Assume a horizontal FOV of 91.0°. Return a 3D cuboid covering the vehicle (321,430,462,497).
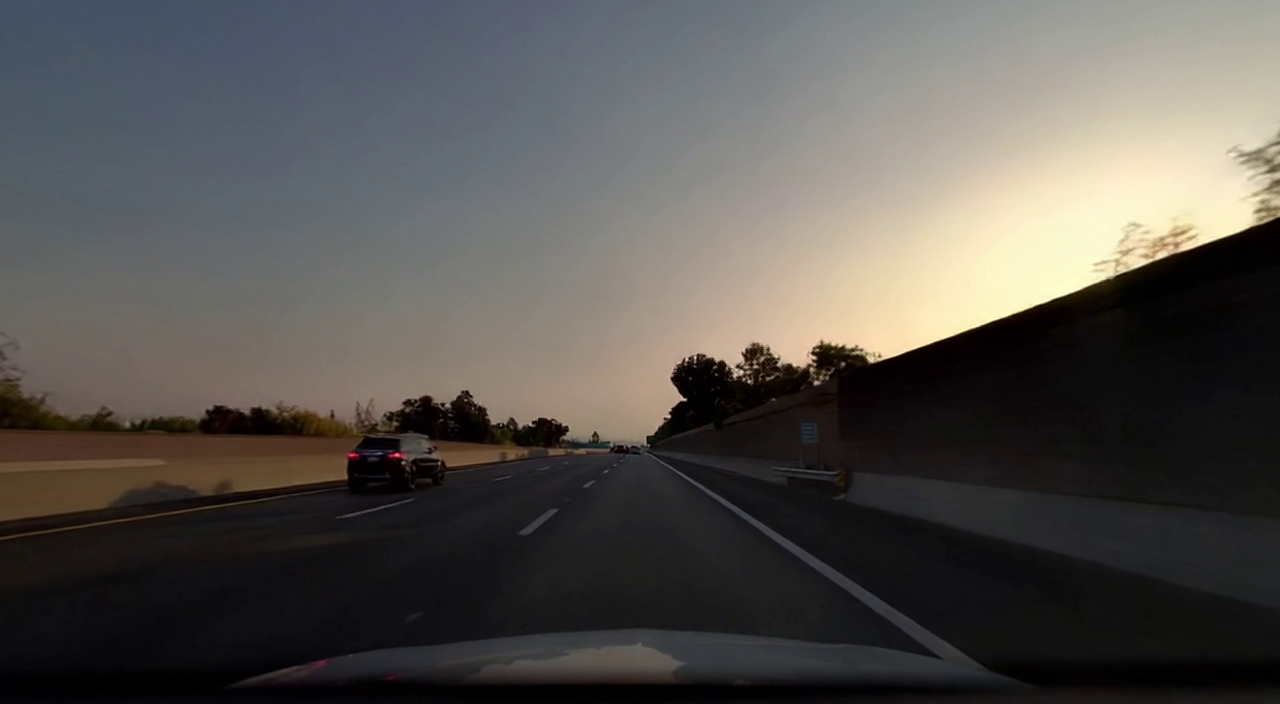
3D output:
[{"bbox_3d":[-6.978,3.191,18.383,2.109,1.692,4.712,0,-9,1],"label":"vehicle"}]
